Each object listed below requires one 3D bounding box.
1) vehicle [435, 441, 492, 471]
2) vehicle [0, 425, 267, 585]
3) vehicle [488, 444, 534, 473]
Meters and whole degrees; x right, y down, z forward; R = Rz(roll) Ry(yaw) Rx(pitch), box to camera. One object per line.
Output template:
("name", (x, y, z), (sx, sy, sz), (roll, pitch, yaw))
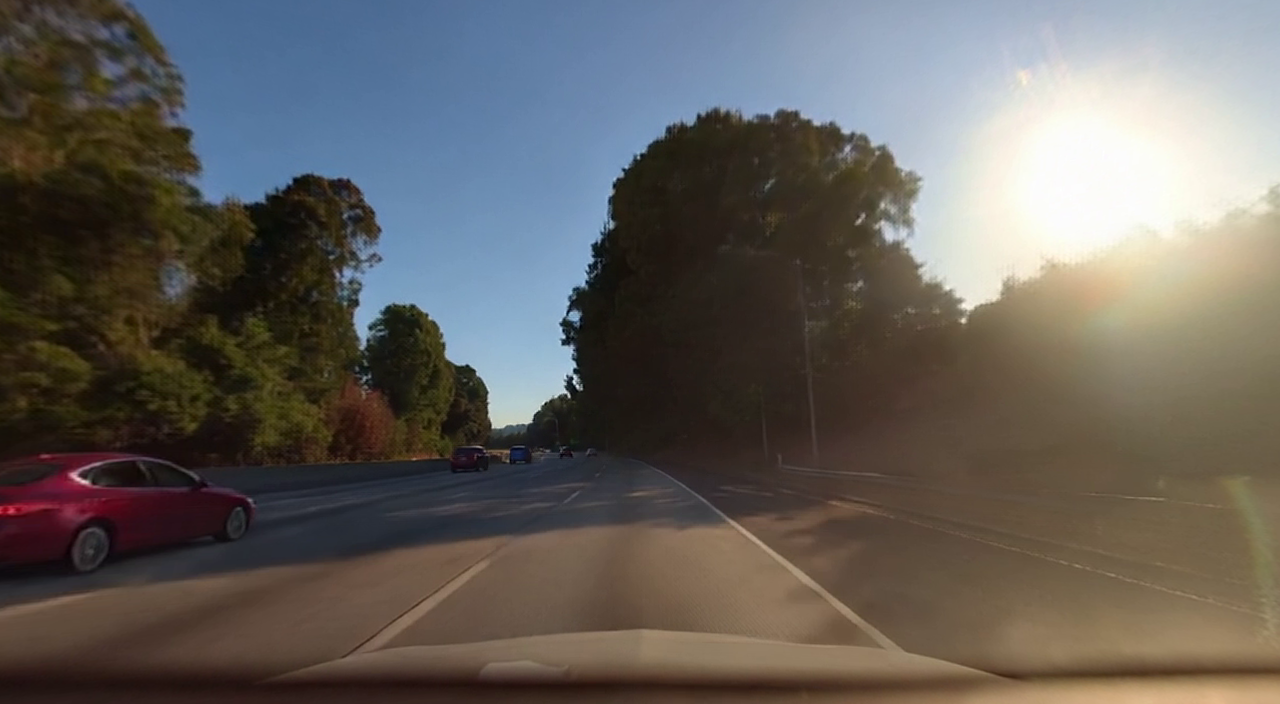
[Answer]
("vehicle", (-12.154, 7.206, 43.795), (2.425, 1.926, 5.584), (0, -9, -1))
("vehicle", (-7.525, 1.863, 8.425), (2.133, 1.586, 4.869), (0, -9, -1))
("vehicle", (-7.916, 6.604, 39.082), (2.060, 1.680, 4.255), (0, -9, -2))
